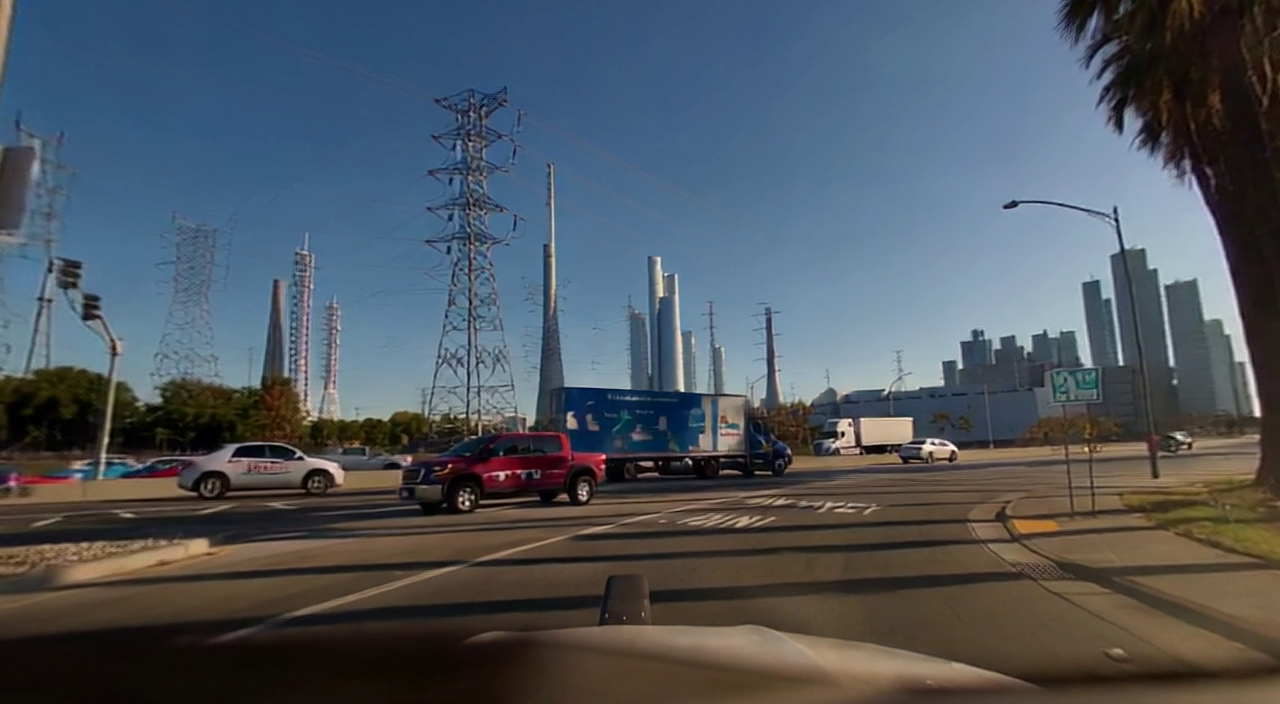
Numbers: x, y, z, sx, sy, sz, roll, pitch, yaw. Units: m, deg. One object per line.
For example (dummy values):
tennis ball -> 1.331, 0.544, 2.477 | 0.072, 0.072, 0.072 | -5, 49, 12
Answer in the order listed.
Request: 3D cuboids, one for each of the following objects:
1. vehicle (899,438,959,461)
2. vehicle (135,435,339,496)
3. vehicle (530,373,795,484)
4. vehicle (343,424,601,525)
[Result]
vehicle -> 21.405, 7.207, 46.666 | 4.234, 1.589, 1.923 | 5, -10, -32
vehicle -> -14.421, 4.034, 22.945 | 5.866, 1.950, 2.266 | 6, -10, -34
vehicle -> 1.347, 3.345, 26.821 | 11.567, 3.933, 2.903 | 5, -10, -33
vehicle -> -3.562, 2.626, 14.157 | 5.132, 1.848, 2.101 | 7, -11, -40
